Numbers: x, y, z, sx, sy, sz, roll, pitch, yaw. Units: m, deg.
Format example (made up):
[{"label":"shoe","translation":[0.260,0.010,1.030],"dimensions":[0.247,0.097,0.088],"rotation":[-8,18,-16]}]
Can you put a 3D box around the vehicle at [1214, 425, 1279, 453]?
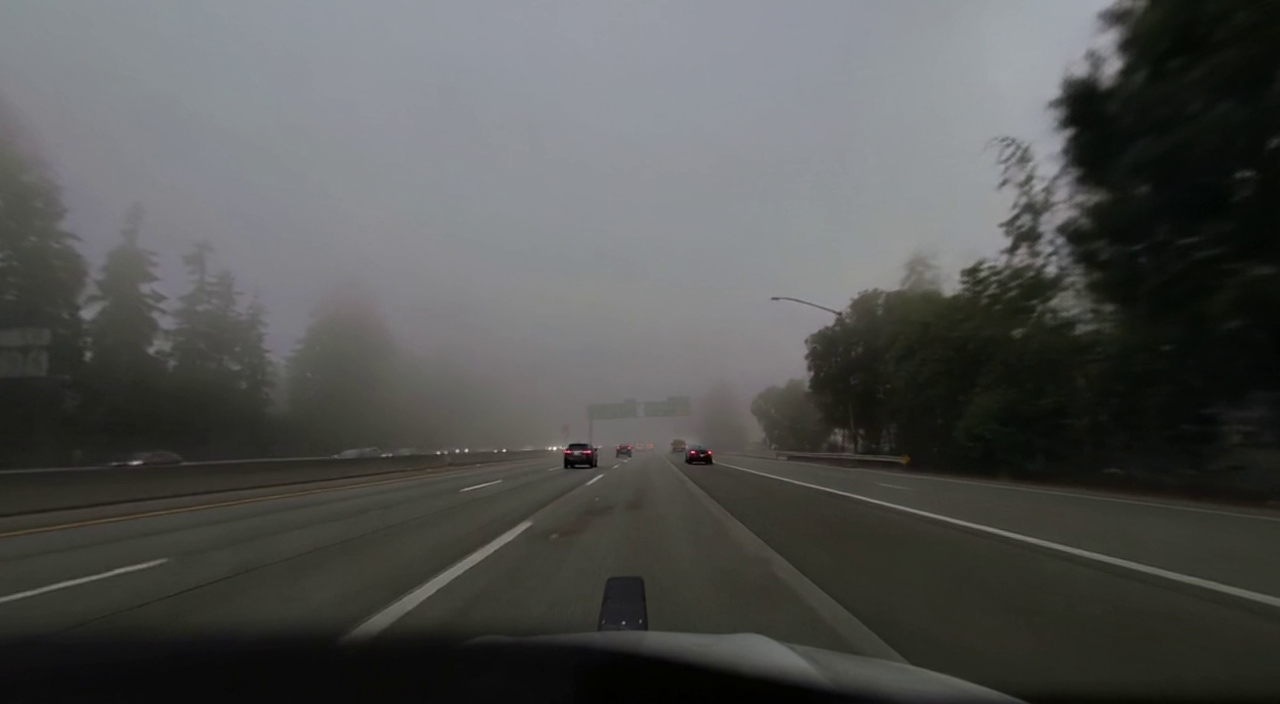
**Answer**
[{"label":"vehicle","translation":[36.949,5.155,37.315],"dimensions":[4.052,1.601,1.838],"rotation":[0,-9,-1]}]

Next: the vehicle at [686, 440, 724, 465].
[{"label":"vehicle","translation":[4.611,7.190,45.171],"dimensions":[2.229,1.704,4.392],"rotation":[0,-8,0]}]

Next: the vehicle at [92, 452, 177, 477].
[{"label":"vehicle","translation":[-31.557,6.995,39.515],"dimensions":[1.764,1.427,4.243],"rotation":[0,-8,1]}]

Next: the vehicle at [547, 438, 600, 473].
[{"label":"vehicle","translation":[-3.431,5.444,33.447],"dimensions":[2.196,1.733,4.355],"rotation":[0,-8,2]}]
